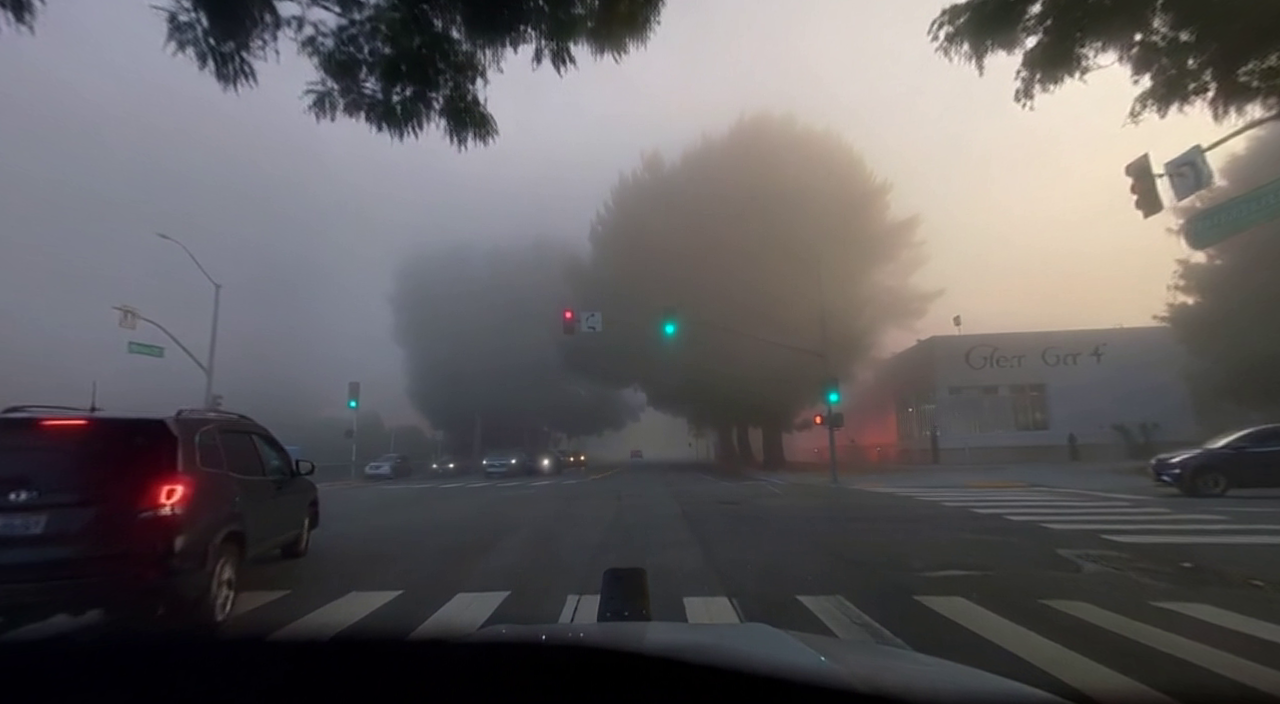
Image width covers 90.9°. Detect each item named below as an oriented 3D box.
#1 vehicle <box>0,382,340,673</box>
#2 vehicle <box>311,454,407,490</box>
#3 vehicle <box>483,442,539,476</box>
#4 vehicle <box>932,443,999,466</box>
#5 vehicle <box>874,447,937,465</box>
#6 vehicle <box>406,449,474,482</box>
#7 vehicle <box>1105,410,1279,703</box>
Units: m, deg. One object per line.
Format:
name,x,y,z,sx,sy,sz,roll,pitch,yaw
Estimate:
vehicle,-4.613,1.411,6.199,2.000,1.789,4.638,2,-9,-13
vehicle,-13.392,5.735,30.413,2.011,1.480,4.747,-1,-8,7
vehicle,-7.167,5.998,35.657,2.081,1.818,4.782,0,-8,1
vehicle,21.464,6.760,41.608,3.576,1.425,1.702,2,-8,-11
vehicle,20.508,8.054,48.815,4.120,1.340,1.654,-1,-8,4
vehicle,-10.636,6.049,33.898,2.041,1.548,4.868,0,-8,0
vehicle,3.541,0.796,1.225,1.966,1.490,4.429,0,-8,1
